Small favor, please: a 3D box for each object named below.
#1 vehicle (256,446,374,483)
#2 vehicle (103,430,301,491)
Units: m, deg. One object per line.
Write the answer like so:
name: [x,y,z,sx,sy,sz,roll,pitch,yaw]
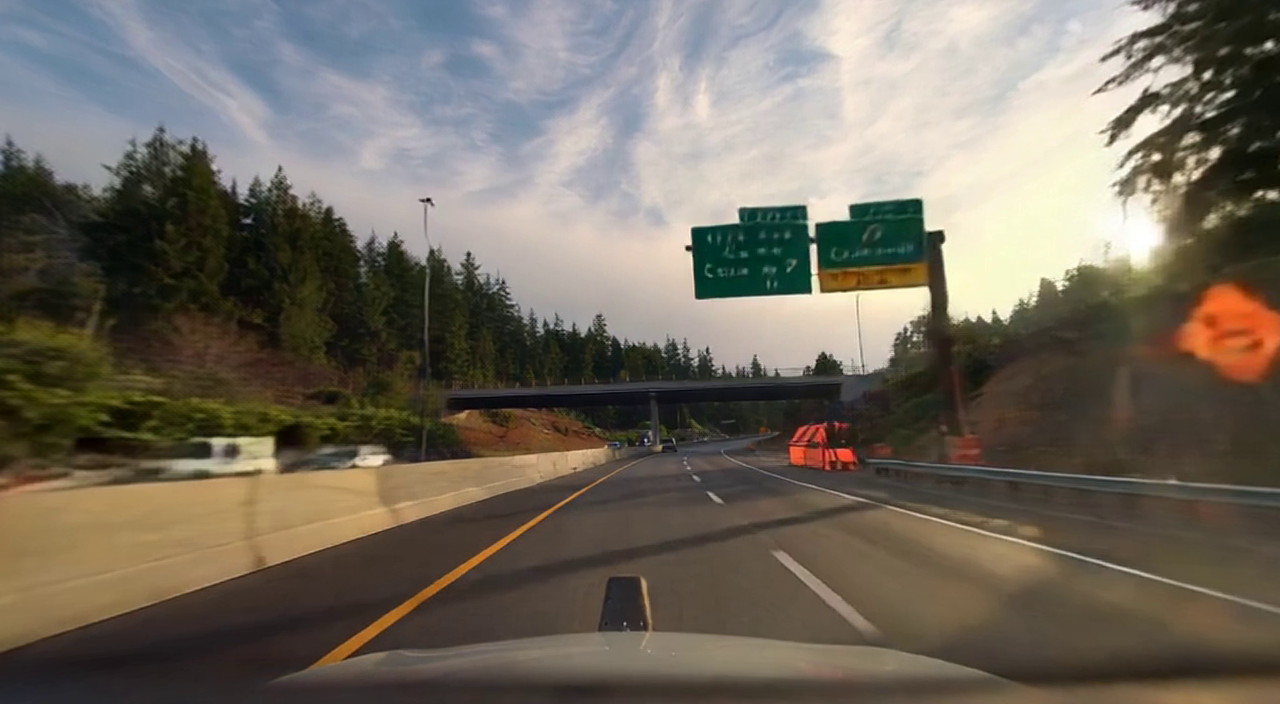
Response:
vehicle: [-13.759,4.788,27.109,2.335,1.394,4.706,-1,-8,4]
vehicle: [-13.963,3.492,20.732,2.324,1.720,5.521,-1,-8,3]
